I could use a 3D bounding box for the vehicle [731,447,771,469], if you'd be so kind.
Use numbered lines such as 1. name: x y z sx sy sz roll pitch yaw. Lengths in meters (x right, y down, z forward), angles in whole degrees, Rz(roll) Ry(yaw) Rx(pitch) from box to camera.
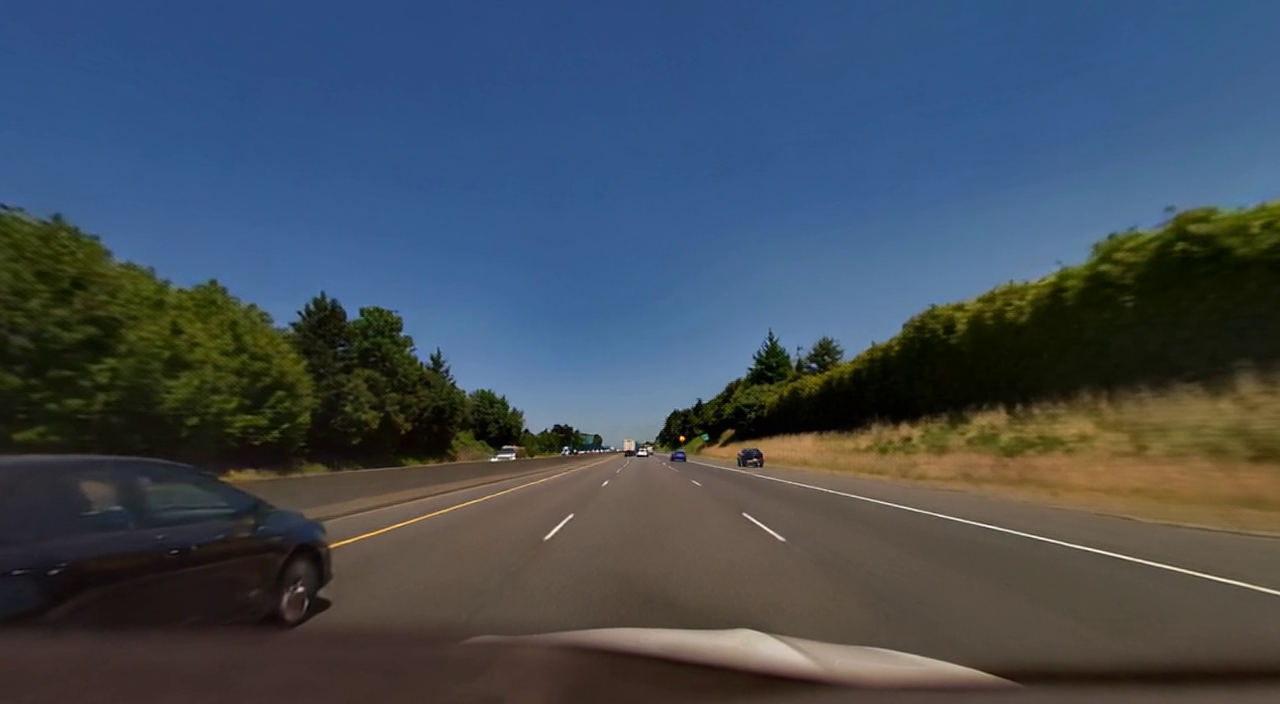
1. vehicle: 7.806 7.504 44.786 1.943 1.493 4.507 0 -9 -1

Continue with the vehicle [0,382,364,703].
1. vehicle: -3.349 0.990 2.847 2.191 1.563 4.318 0 -9 1
